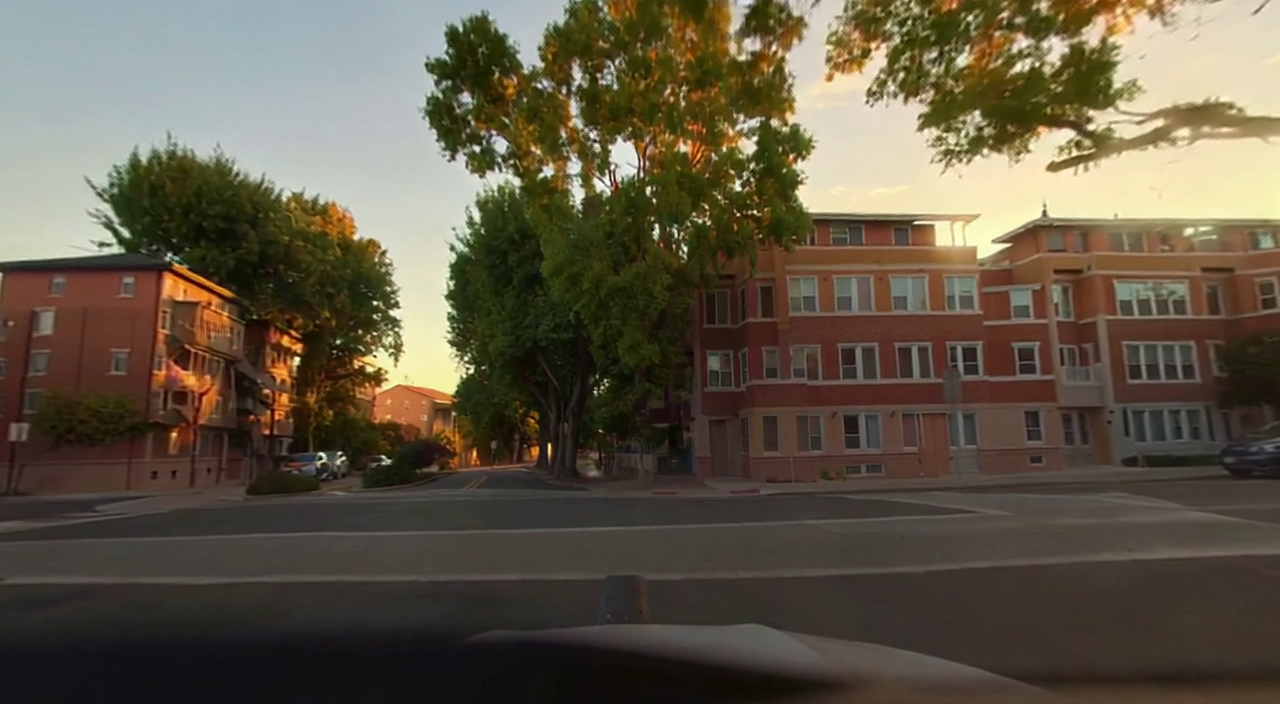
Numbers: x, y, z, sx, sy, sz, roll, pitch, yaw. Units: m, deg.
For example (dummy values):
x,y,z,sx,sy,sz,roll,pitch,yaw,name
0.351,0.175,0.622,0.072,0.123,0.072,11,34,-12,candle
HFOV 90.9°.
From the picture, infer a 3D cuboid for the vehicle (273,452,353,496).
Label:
x,y,z,sx,sy,sz,roll,pitch,yaw,name
-13.187,4.881,25.701,2.027,1.475,4.522,0,-8,-16,vehicle
